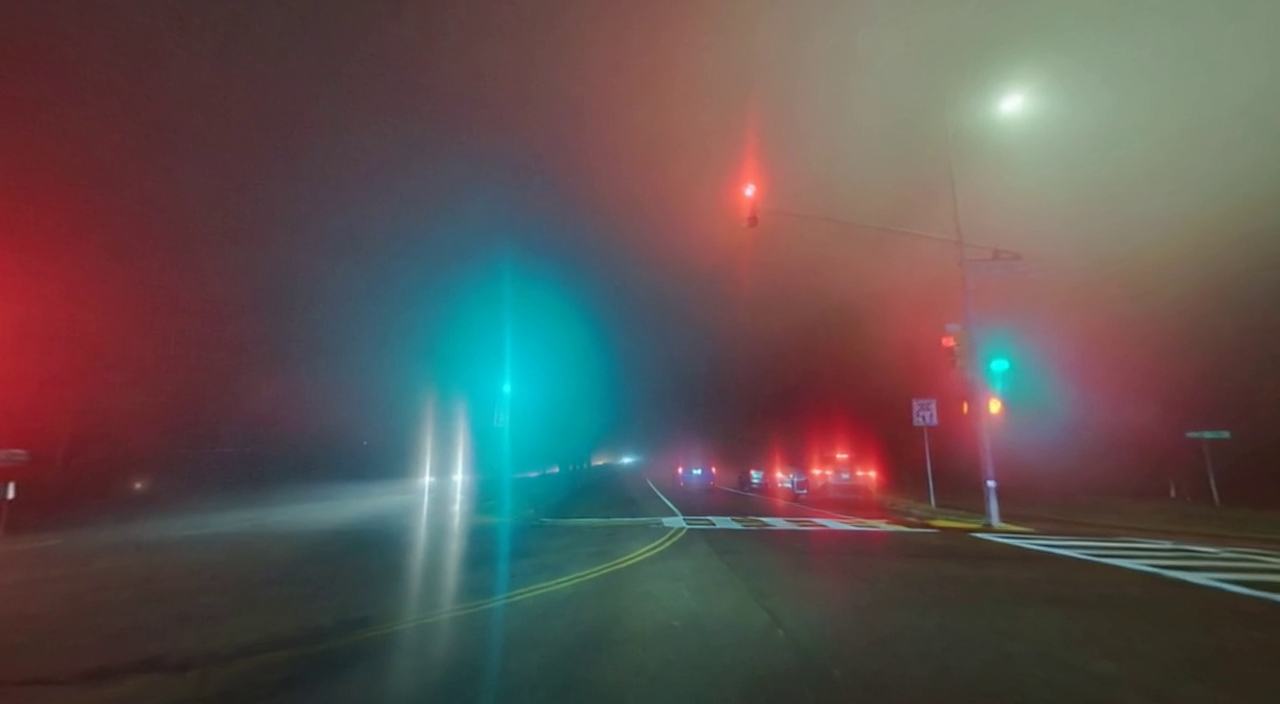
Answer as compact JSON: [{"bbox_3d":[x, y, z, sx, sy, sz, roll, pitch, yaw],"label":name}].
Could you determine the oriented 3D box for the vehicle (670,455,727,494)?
[{"bbox_3d":[2.712,5.806,30.383,2.140,1.655,4.786,0,-8,-2],"label":"vehicle"}]

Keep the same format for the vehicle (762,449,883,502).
[{"bbox_3d":[8.683,5.920,31.156,2.771,2.214,7.159,1,-9,-10],"label":"vehicle"}]

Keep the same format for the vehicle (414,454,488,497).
[{"bbox_3d":[-8.770,5.753,29.767,2.049,1.786,4.557,0,-8,0],"label":"vehicle"}]
